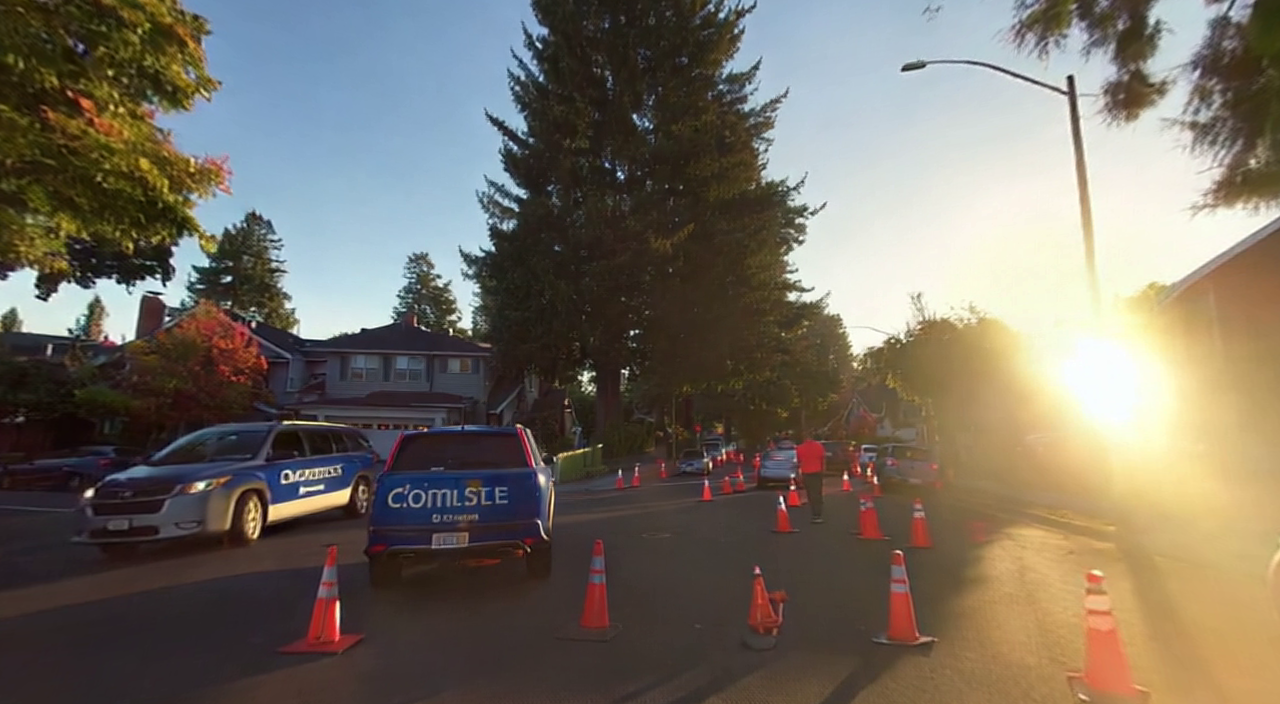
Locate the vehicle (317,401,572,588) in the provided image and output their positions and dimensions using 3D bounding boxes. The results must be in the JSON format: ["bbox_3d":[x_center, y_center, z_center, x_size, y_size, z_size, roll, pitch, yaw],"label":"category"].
[{"bbox_3d":[-2.300,1.668,8.235,2.350,1.748,4.094,2,-9,-12],"label":"vehicle"}]

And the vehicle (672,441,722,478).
[{"bbox_3d":[3.047,5.591,33.123,2.014,1.742,4.297,-2,-9,13],"label":"vehicle"}]

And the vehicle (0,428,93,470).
[{"bbox_3d":[-29.907,4.755,31.023,1.908,1.898,4.120,-2,-9,11],"label":"vehicle"}]

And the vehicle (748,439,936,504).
[{"bbox_3d":[5.659,3.288,17.885,4.656,1.577,2.099,2,-8,-18],"label":"vehicle"}]

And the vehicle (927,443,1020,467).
[{"bbox_3d":[22.207,6.846,42.247,5.066,1.534,1.905,-1,-9,9],"label":"vehicle"}]

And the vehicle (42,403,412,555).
[{"bbox_3d":[-6.195,1.974,10.572,2.471,1.892,4.952,-1,-9,6],"label":"vehicle"}]
